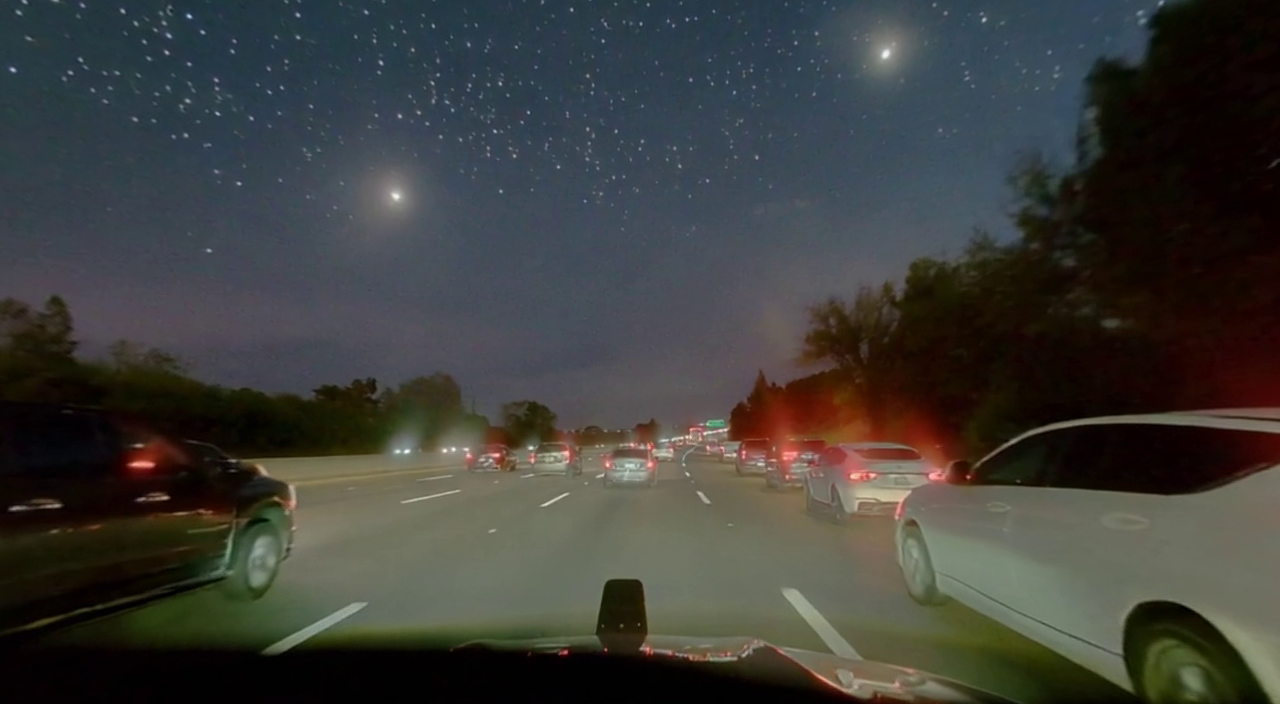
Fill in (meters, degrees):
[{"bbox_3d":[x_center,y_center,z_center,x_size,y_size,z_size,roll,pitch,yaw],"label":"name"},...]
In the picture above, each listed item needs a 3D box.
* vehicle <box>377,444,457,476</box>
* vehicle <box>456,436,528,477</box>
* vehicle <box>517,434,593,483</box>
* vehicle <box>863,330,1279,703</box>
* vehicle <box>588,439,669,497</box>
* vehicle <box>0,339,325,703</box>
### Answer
[{"bbox_3d":[-10.883,5.277,31.173,1.903,1.460,4.958,-1,-8,3],"label":"vehicle"},{"bbox_3d":[-6.630,4.741,28.798,2.023,1.693,4.386,-1,-8,3],"label":"vehicle"},{"bbox_3d":[-3.193,4.103,24.658,2.153,1.726,4.546,0,-8,3],"label":"vehicle"},{"bbox_3d":[2.777,0.900,2.681,1.964,1.631,4.837,0,-8,1],"label":"vehicle"},{"bbox_3d":[-0.242,3.263,18.164,2.070,1.456,4.029,0,-8,2],"label":"vehicle"},{"bbox_3d":[-4.116,0.873,3.150,2.110,1.811,5.585,0,-8,1],"label":"vehicle"}]
